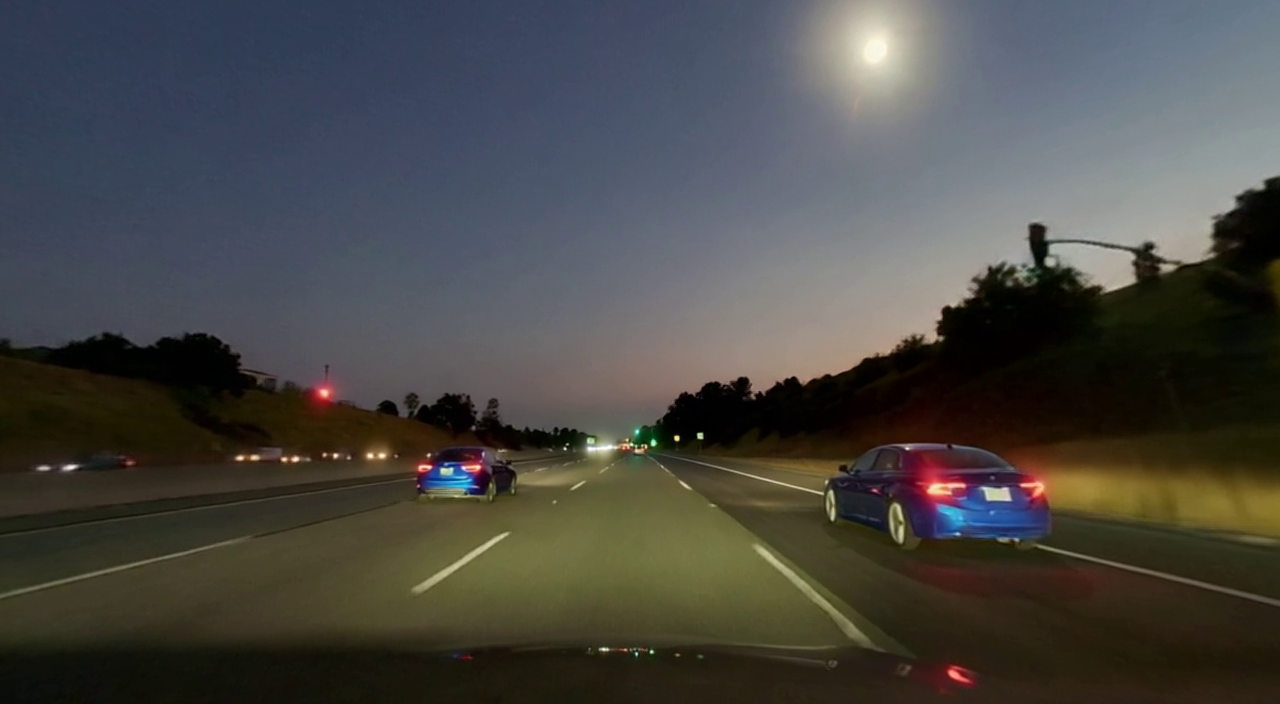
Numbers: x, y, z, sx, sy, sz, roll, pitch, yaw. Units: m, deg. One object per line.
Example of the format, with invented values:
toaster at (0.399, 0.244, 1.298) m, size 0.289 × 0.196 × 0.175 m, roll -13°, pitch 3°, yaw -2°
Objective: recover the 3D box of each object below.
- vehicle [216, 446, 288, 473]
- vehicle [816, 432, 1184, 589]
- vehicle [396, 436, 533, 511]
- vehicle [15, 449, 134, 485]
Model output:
vehicle at (-29.115, 8.050, 47.436) m, size 2.097 × 1.888 × 5.155 m, roll 0°, pitch -9°, yaw 1°
vehicle at (4.152, 1.884, 8.500) m, size 2.049 × 1.481 × 4.774 m, roll 0°, pitch -9°, yaw -1°
vehicle at (-4.021, 2.850, 15.282) m, size 1.987 × 1.516 × 4.478 m, roll 0°, pitch -9°, yaw 1°
vehicle at (-28.917, 5.860, 32.388) m, size 2.116 × 1.660 × 4.279 m, roll 0°, pitch -9°, yaw 0°
